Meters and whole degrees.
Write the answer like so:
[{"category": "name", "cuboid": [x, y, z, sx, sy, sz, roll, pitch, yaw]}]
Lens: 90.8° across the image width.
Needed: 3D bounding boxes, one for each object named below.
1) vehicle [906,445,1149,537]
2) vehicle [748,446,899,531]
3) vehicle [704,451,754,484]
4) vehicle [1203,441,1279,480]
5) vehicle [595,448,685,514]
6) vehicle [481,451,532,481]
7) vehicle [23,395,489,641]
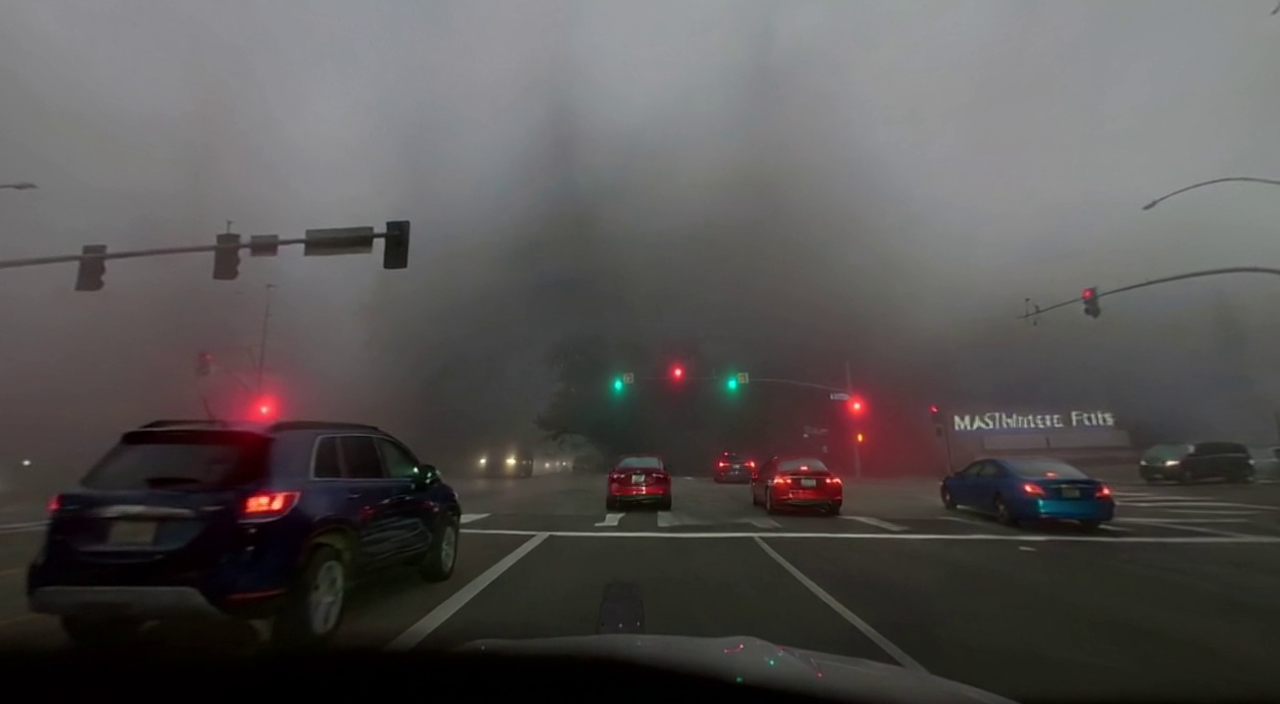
[{"category": "vehicle", "cuboid": [7.455, 2.659, 12.898, 2.004, 1.508, 4.646, 0, -8, 0]}, {"category": "vehicle", "cuboid": [3.677, 2.779, 13.552, 2.020, 1.513, 4.120, 0, -8, 1]}, {"category": "vehicle", "cuboid": [4.422, 5.830, 32.142, 1.888, 1.472, 4.528, 0, -8, 0]}, {"category": "vehicle", "cuboid": [30.259, 5.163, 30.153, 4.581, 1.765, 1.943, -1, -9, 7]}, {"category": "vehicle", "cuboid": [0.018, 3.305, 16.703, 2.098, 1.477, 3.897, 0, -8, 0]}, {"category": "vehicle", "cuboid": [-7.876, 6.734, 37.661, 1.962, 1.639, 4.259, 0, -8, 3]}, {"category": "vehicle", "cuboid": [-3.476, 1.609, 7.333, 2.160, 1.823, 5.115, 0, -8, 0]}]
